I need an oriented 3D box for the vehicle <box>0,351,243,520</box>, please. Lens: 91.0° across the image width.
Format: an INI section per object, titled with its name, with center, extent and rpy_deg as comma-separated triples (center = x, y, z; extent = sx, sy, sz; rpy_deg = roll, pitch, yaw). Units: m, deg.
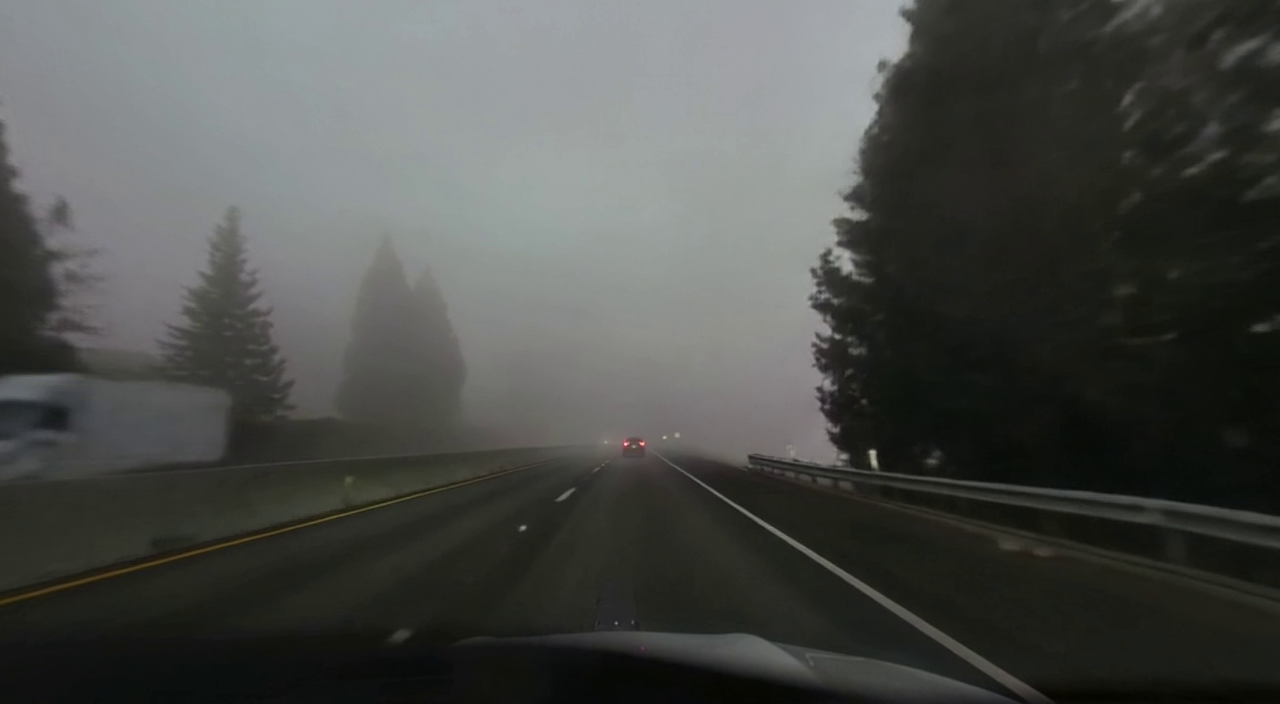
[vehicle]
center = -14.756, 2.231, 16.543
extent = 2.906, 3.478, 8.700
rpy_deg = 0, -8, 0
